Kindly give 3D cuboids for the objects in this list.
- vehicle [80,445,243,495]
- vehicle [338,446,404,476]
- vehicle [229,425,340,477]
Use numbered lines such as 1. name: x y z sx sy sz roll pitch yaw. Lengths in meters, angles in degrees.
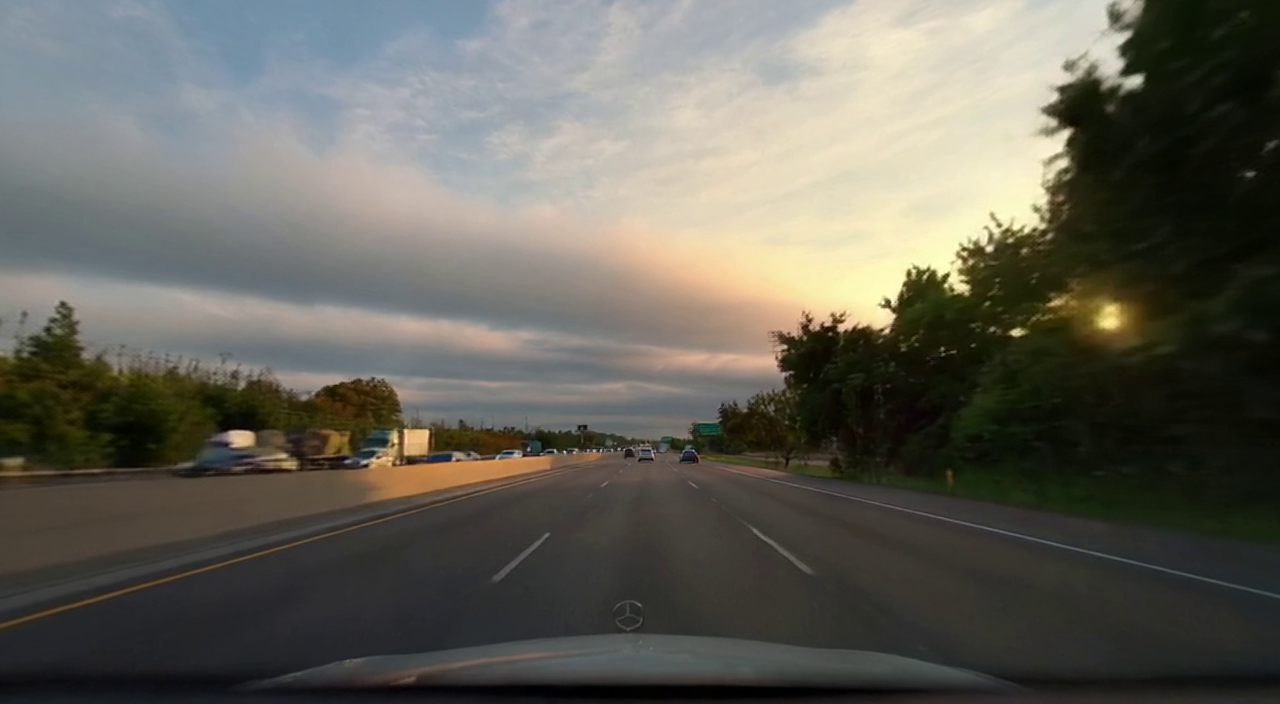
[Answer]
1. vehicle: -16.280 4.028 21.848 1.903 1.504 4.720 -1 -9 1
2. vehicle: -15.729 6.392 37.121 1.881 1.593 4.370 0 -9 1
3. vehicle: -19.957 5.639 35.837 2.556 2.662 6.115 -1 -9 2
